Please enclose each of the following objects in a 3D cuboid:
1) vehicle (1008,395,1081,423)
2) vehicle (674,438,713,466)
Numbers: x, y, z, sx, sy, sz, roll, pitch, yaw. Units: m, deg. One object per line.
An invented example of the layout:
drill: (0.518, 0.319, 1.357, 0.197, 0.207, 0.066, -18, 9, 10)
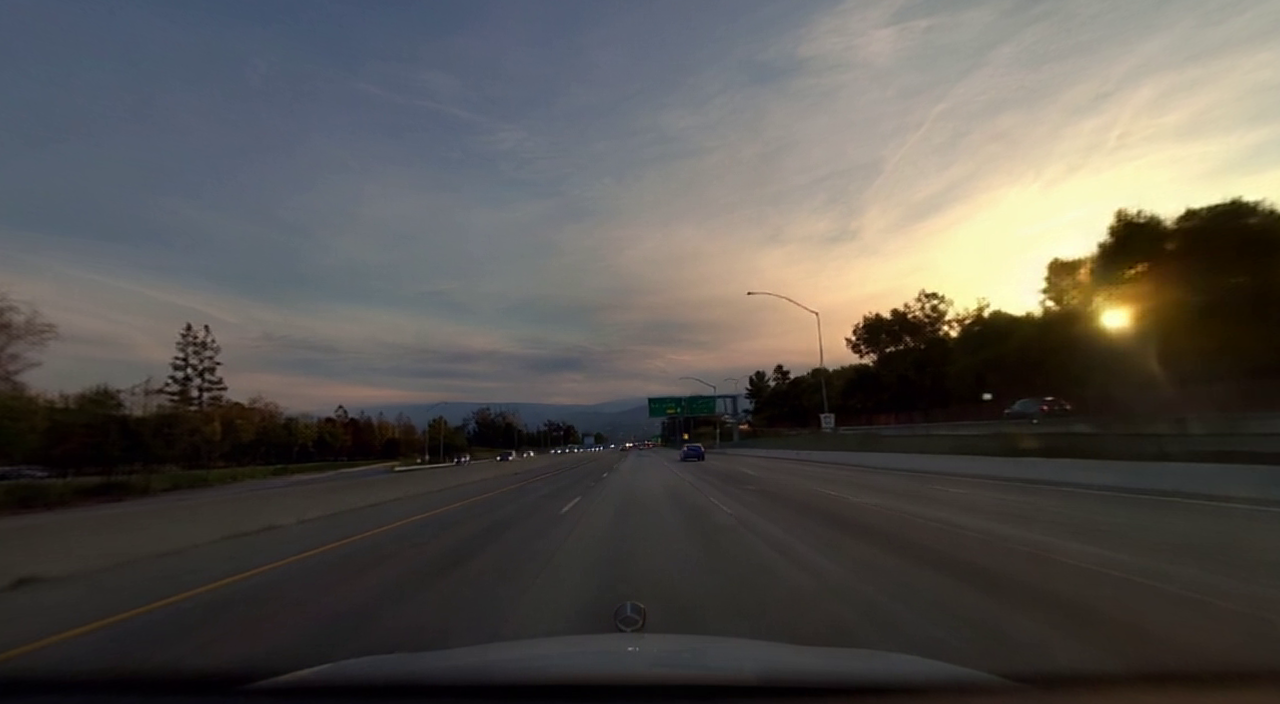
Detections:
vehicle: (25.722, 3.671, 40.253, 1.887, 1.537, 3.996, 0, -8, -1)
vehicle: (3.471, 6.606, 41.759, 2.099, 1.748, 4.331, 0, -8, -2)
